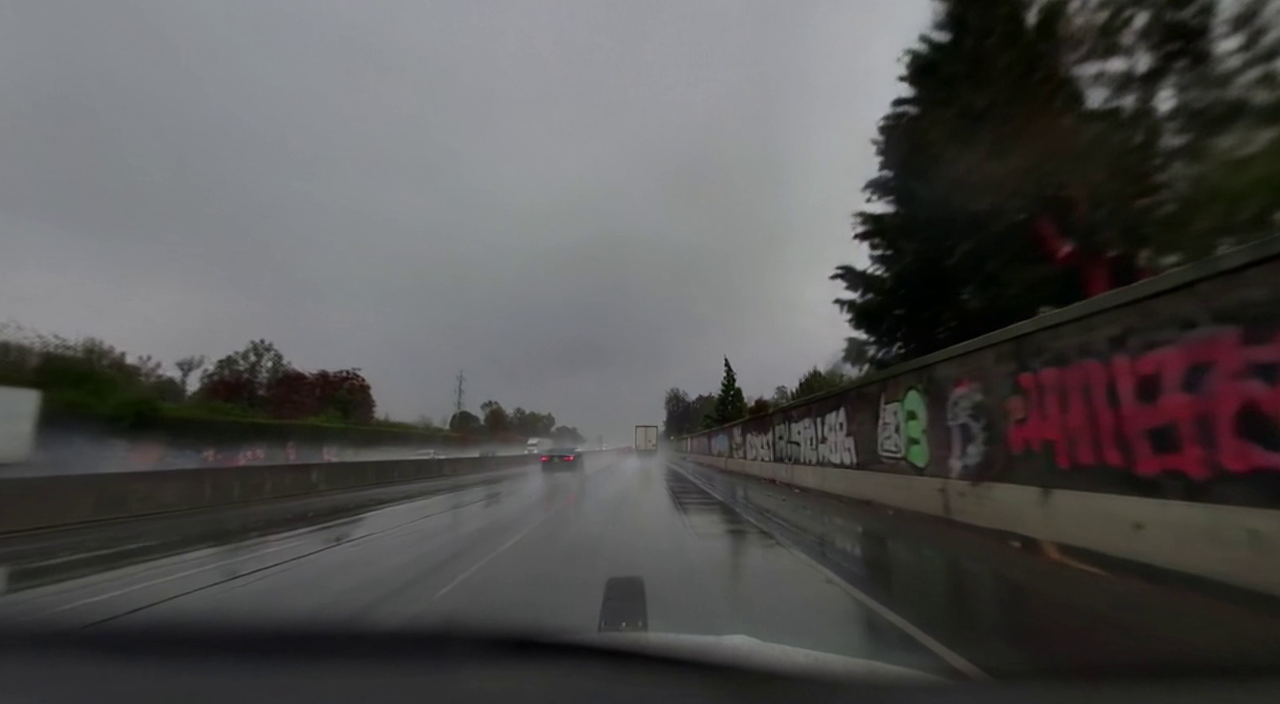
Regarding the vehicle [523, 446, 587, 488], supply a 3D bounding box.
[{"bbox_3d":[-3.194,4.405,24.587,1.803,1.466,4.509,0,-9,1],"label":"vehicle"}]
